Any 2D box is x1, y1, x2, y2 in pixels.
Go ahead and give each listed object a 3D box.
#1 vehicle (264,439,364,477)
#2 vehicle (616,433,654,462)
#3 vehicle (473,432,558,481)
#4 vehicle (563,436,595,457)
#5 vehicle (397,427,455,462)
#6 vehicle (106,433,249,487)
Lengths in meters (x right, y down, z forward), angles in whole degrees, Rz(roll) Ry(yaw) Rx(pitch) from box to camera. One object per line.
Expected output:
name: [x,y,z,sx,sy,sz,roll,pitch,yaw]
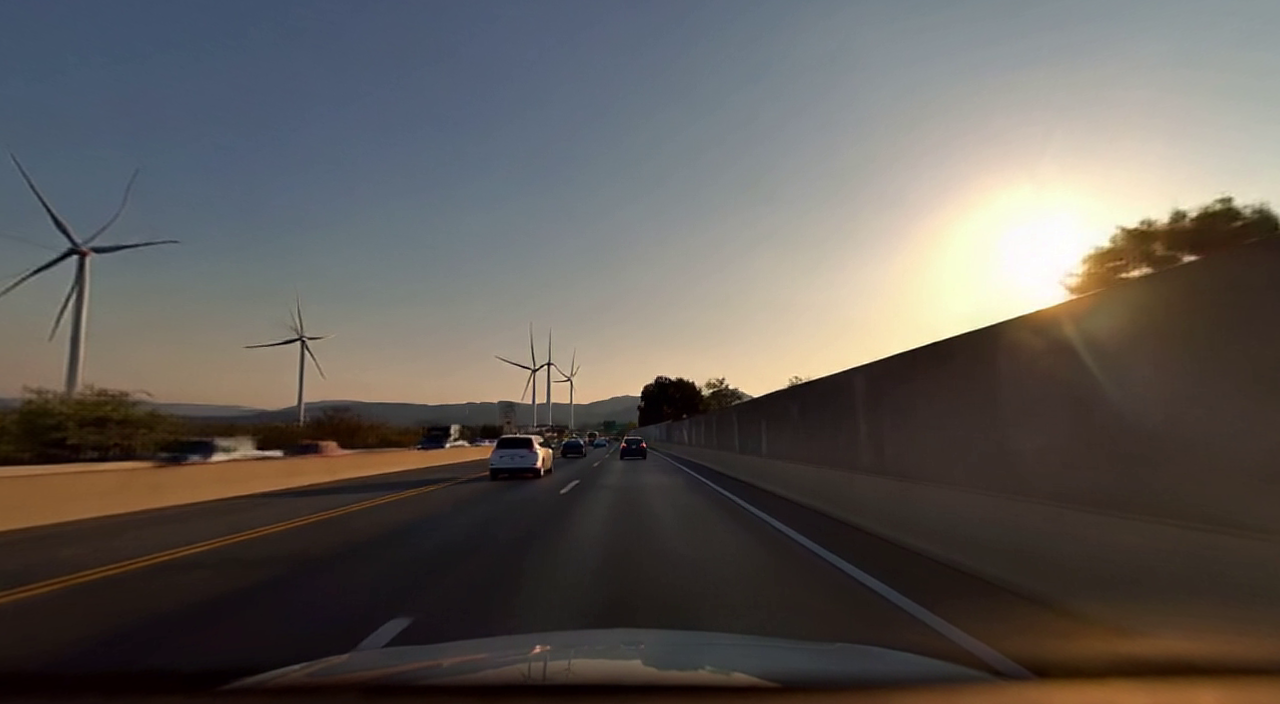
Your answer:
vehicle: [-13.687,4.442,26.740,2.102,1.424,4.011,0,-8,-1]
vehicle: [-0.287,5.299,35.153,2.027,1.550,3.607,0,-8,-1]
vehicle: [-4.144,3.548,21.822,1.998,1.468,4.635,0,-8,0]
vehicle: [-4.454,6.923,46.416,2.059,1.436,3.802,0,-8,-1]
vehicle: [-13.917,6.024,41.260,2.055,2.120,5.013,0,-8,0]
vehicle: [-17.955,4.162,24.840,2.109,1.898,4.672,0,-8,-1]
